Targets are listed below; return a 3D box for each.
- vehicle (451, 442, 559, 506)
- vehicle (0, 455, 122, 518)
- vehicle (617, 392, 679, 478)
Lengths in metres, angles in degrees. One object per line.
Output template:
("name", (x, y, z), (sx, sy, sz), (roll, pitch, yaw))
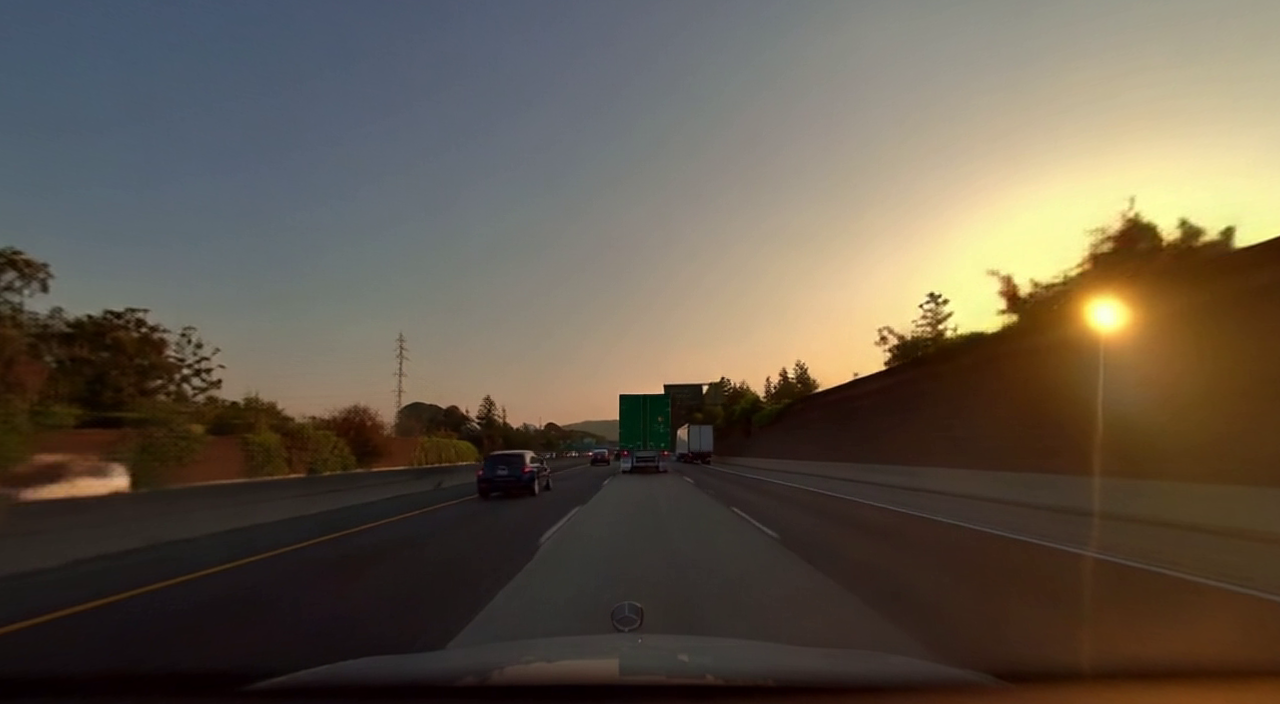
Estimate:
("vehicle", (-3.541, 3.288, 17.397), (2.050, 1.517, 3.996), (0, -9, 1))
("vehicle", (-18.461, 3.907, 18.621), (2.015, 1.655, 5.025), (0, -9, 0))
("vehicle", (0.349, 4.804, 35.648), (2.932, 4.042, 11.054), (0, -9, 0))
